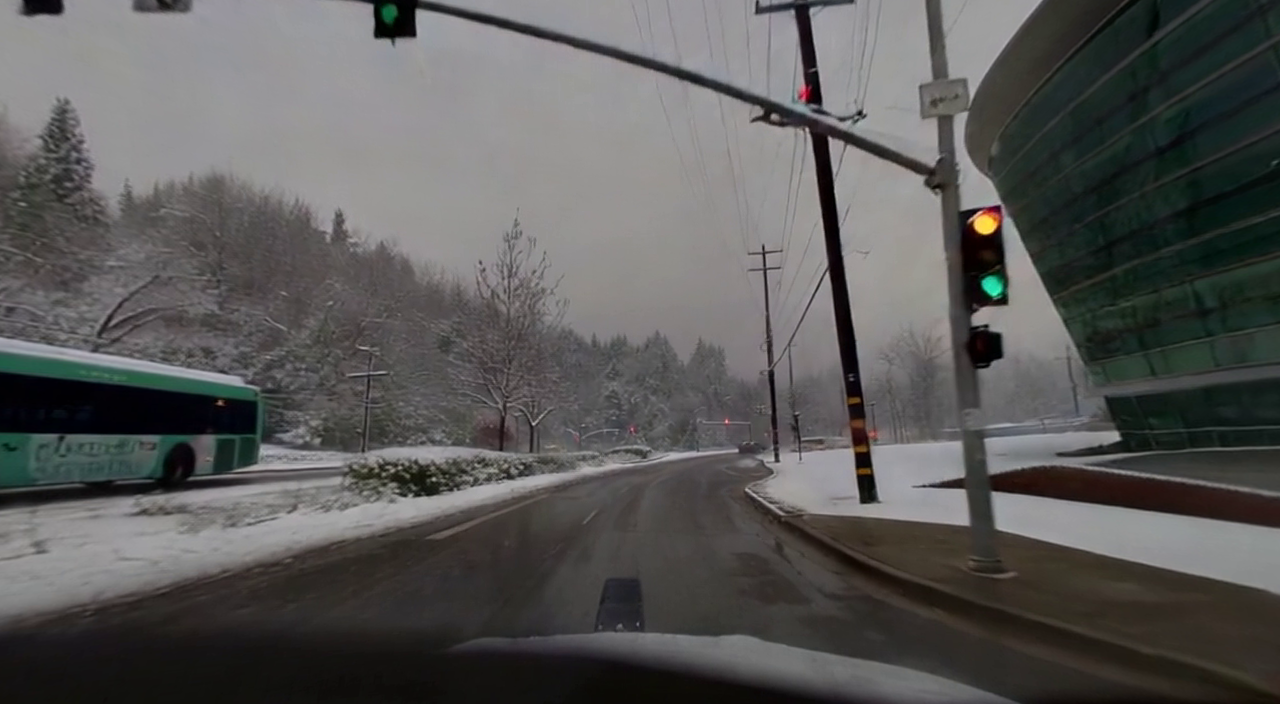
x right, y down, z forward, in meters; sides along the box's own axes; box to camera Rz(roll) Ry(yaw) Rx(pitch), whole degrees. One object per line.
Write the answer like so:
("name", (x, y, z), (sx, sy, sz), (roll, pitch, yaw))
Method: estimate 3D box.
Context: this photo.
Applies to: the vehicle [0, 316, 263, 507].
("vehicle", (-15.170, 1.730, 16.625), (3.014, 4.047, 11.442), (0, -9, 2))
